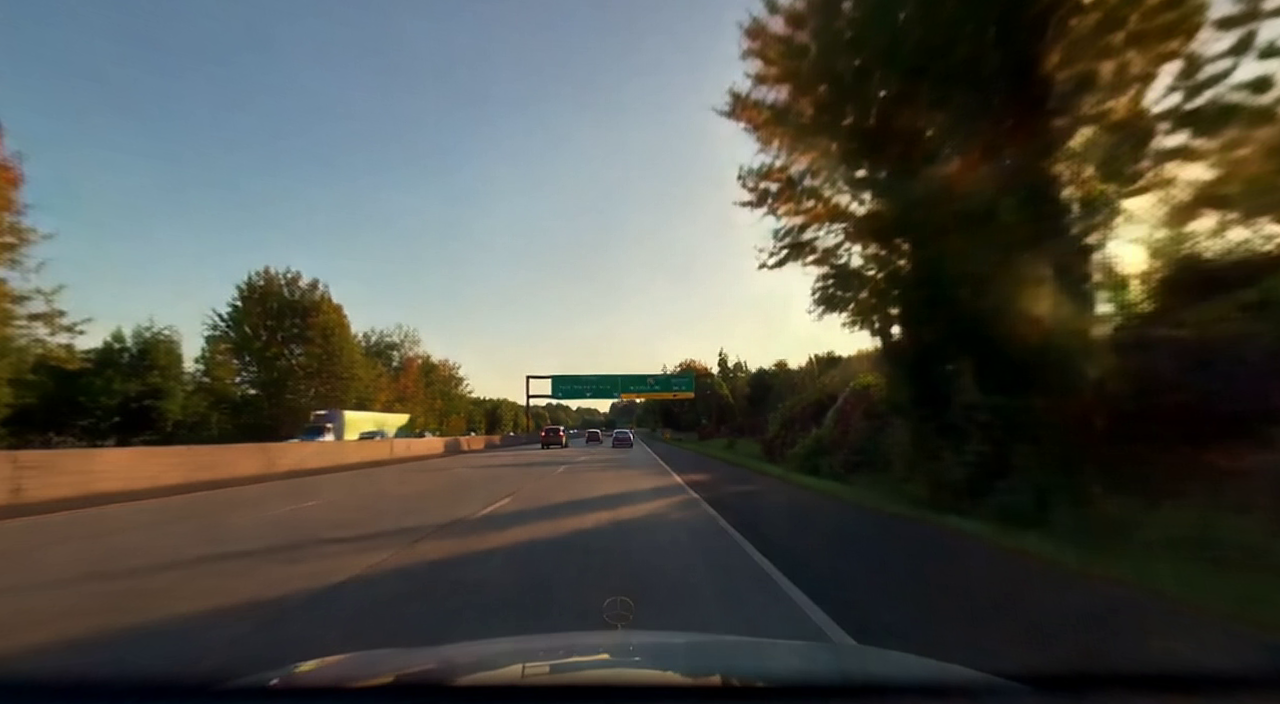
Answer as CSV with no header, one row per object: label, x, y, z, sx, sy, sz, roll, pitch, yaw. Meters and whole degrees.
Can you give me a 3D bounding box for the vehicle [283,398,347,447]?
vehicle,-24.201,5.295,46.973,2.906,3.475,3.315,0,-8,-1
